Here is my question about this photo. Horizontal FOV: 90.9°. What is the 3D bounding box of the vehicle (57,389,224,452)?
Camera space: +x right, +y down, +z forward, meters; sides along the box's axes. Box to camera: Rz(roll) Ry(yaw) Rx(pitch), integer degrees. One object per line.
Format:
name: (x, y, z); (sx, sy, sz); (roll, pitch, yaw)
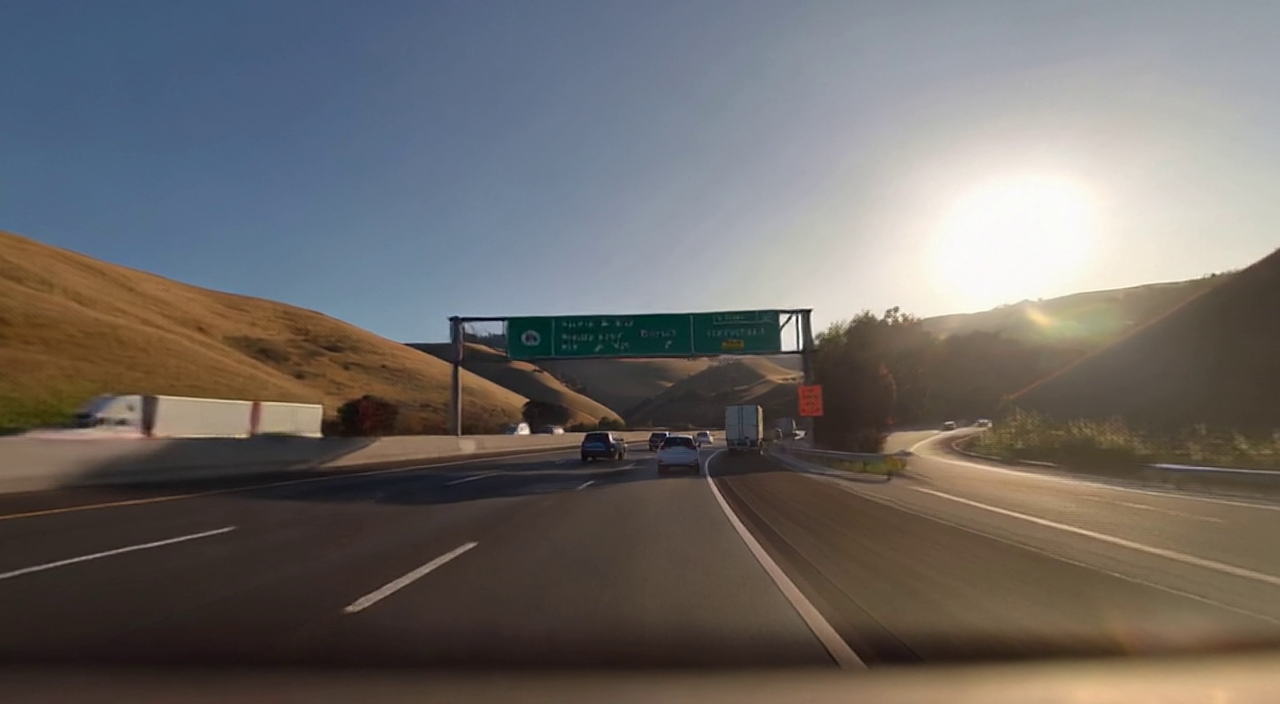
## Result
vehicle: (-31.454, 4.550, 40.395); (3.058, 3.587, 8.301); (-1, -8, 7)

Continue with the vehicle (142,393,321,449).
vehicle: (-30.271, 5.519, 48.179); (2.795, 3.678, 13.742); (-1, -8, 9)

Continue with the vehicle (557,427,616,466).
vehicle: (-2.514, 4.598, 30.779); (2.077, 1.712, 4.406); (-1, -8, 6)

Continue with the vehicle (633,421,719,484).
vehicle: (1.172, 3.247, 20.598); (2.484, 1.820, 4.497); (-1, -8, 4)
